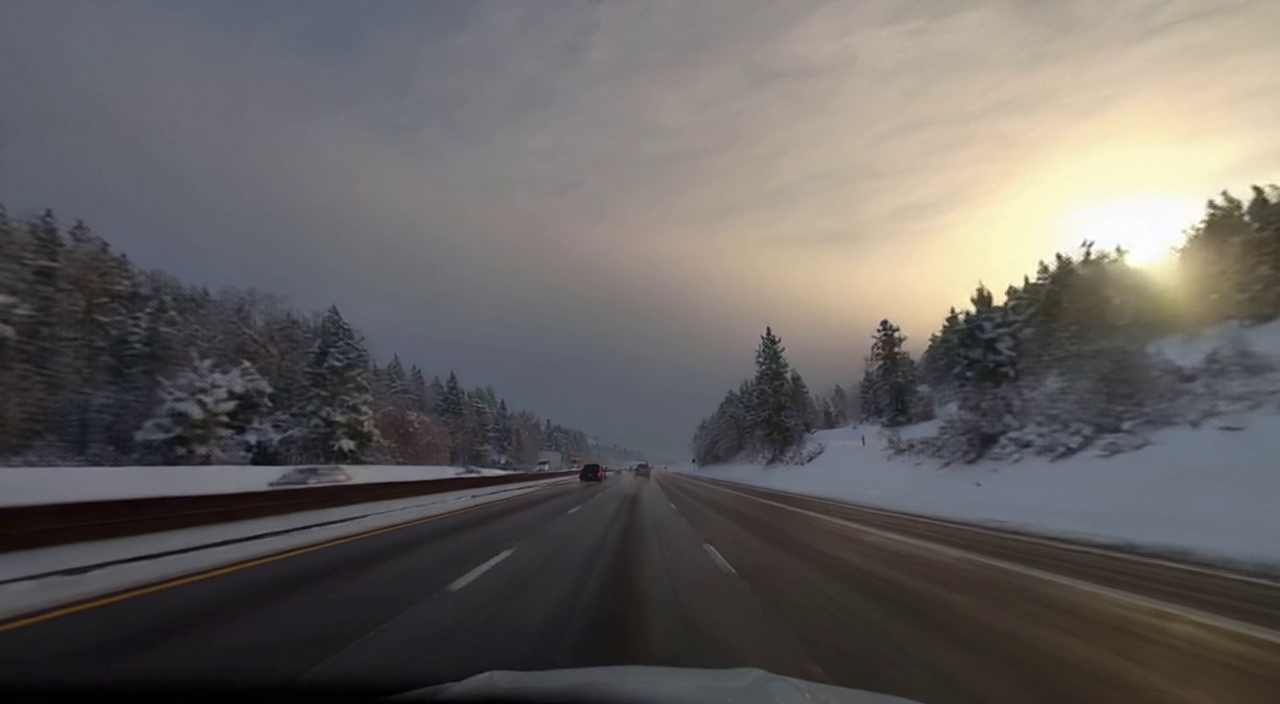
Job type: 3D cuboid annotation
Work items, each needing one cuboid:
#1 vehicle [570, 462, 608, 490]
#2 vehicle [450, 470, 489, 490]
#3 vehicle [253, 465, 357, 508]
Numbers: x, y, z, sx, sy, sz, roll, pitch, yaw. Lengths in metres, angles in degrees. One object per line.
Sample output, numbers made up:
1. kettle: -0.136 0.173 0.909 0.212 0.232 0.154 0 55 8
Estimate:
1. vehicle: -3.549 8.801 44.839 2.233 1.791 4.981 1 -11 0
2. vehicle: -12.624 9.507 46.926 1.660 1.407 4.064 1 -11 1
3. vehicle: -12.610 5.088 24.026 1.839 1.462 3.751 1 -11 0
